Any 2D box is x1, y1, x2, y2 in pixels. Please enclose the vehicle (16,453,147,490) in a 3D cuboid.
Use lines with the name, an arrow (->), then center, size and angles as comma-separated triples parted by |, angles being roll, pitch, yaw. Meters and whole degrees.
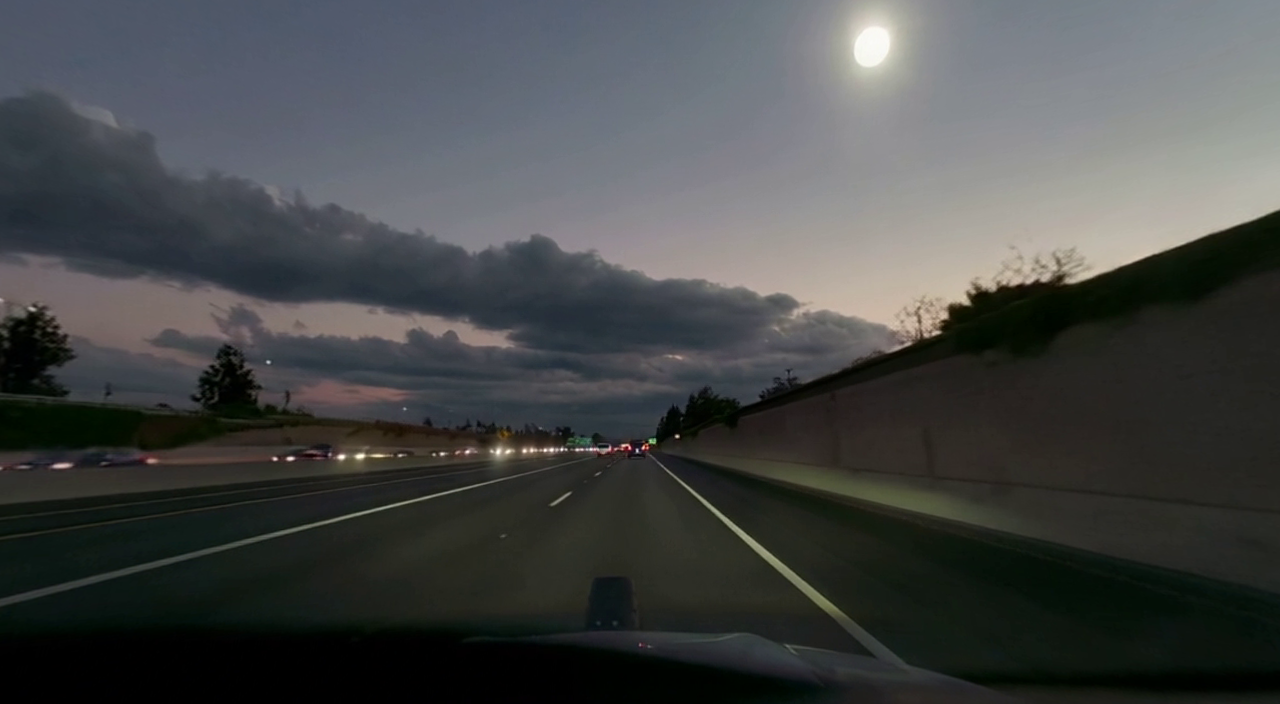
vehicle -> -25.840, 5.528, 29.406 | 1.878, 1.536, 4.552 | 0, -9, 1
